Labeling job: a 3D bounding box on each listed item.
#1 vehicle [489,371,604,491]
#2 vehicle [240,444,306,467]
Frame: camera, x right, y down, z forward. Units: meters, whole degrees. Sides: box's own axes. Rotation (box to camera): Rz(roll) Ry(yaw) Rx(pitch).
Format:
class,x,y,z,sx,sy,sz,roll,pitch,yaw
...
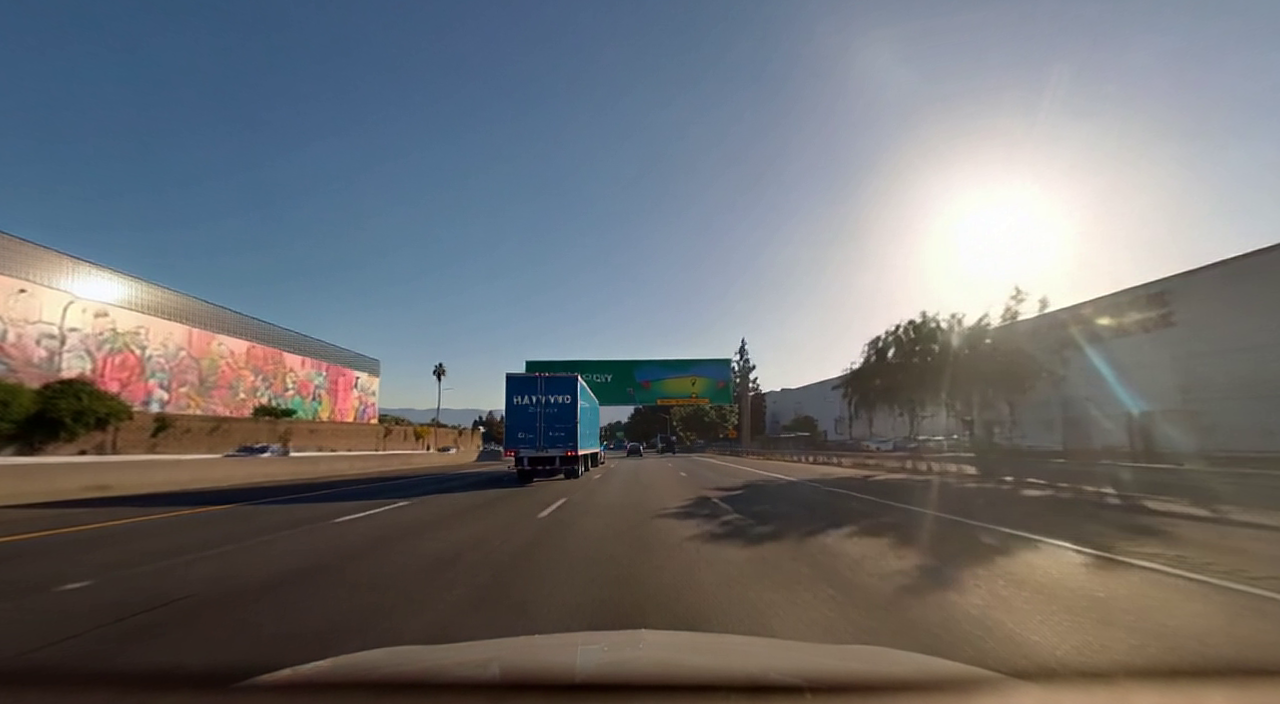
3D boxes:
class,x,y,z,sx,sy,sz,roll,pitch,yaw
vehicle,-3.469,3.239,26.239,2.977,4.048,8.890,1,-7,2
vehicle,-26.637,7.486,45.961,1.926,1.582,4.496,0,-8,2
